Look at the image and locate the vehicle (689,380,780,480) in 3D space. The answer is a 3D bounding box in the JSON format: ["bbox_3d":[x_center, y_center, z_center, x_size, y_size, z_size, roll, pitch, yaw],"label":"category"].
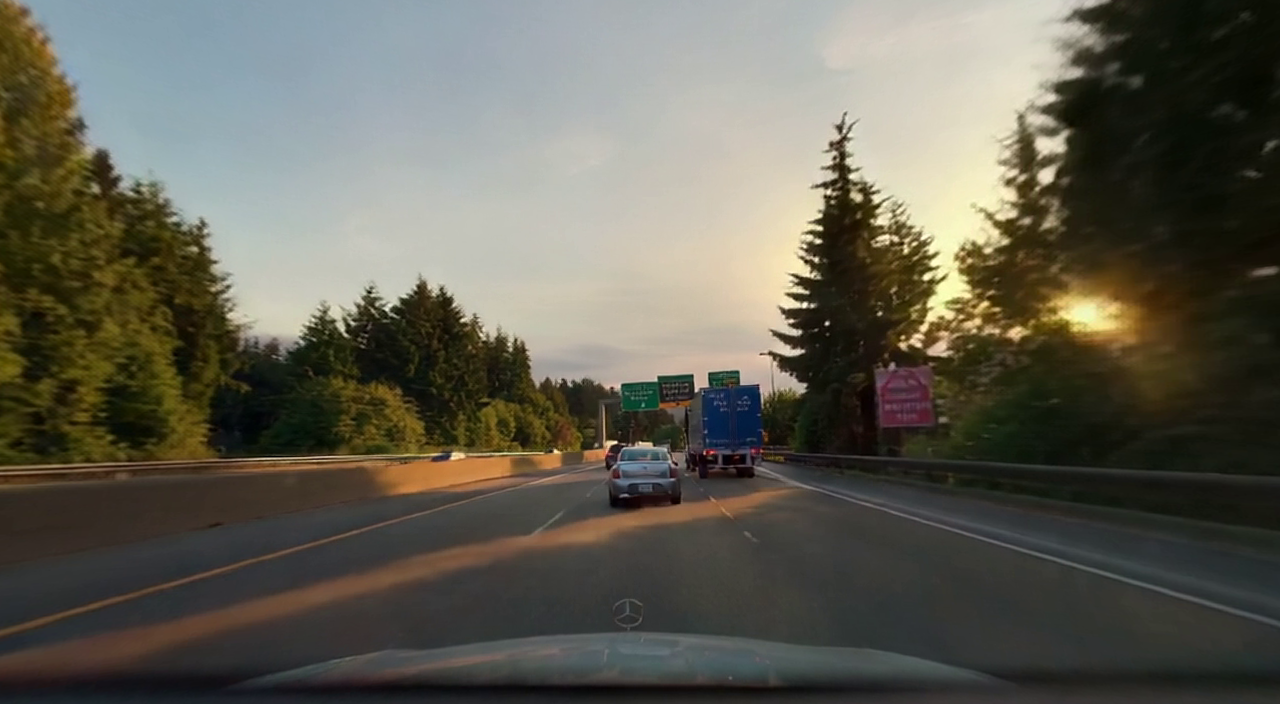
[{"bbox_3d":[4.344,4.250,32.480,2.960,4.018,13.834,0,-9,2],"label":"vehicle"}]

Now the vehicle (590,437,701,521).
[{"bbox_3d":[0.135,2.714,14.005,2.039,1.532,4.610,0,-9,1],"label":"vehicle"}]
